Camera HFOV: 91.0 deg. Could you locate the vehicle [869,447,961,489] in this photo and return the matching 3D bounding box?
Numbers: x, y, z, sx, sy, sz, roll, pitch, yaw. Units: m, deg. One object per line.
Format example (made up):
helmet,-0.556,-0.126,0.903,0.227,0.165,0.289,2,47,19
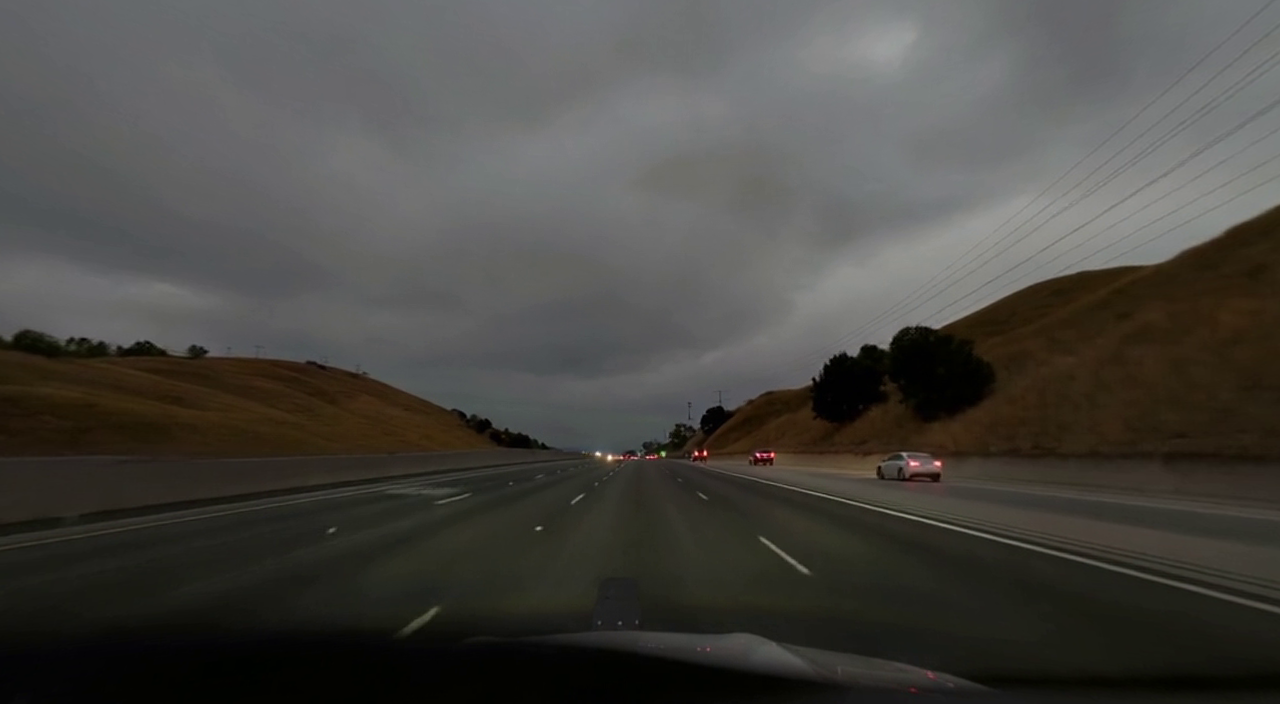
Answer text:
vehicle,10.807,4.558,25.036,1.884,1.486,3.770,1,-8,-1
